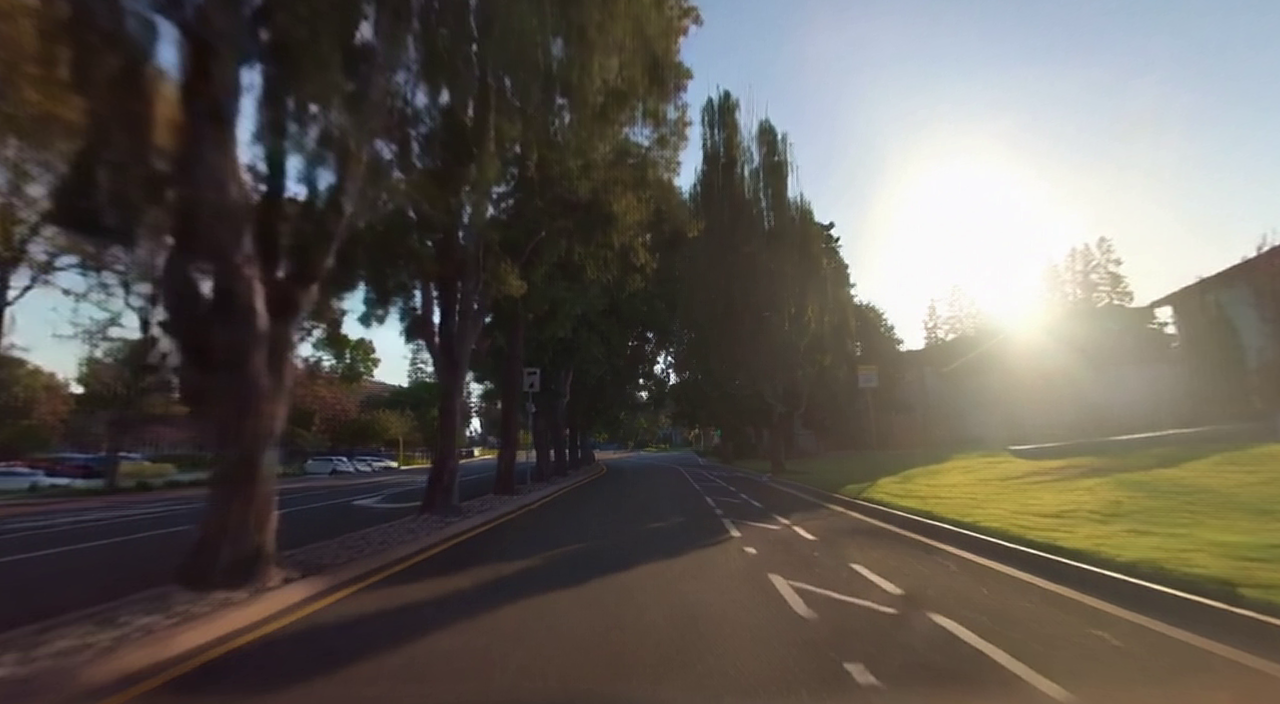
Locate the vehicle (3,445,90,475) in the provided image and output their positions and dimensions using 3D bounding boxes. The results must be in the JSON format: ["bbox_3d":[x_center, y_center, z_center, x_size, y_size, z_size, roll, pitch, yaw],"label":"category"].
[{"bbox_3d":[-39.881,7.233,42.453,1.948,1.790,3.851,0,-6,4],"label":"vehicle"}]

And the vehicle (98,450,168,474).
[{"bbox_3d":[-34.867,7.554,43.465,1.755,1.572,3.610,0,-8,1],"label":"vehicle"}]

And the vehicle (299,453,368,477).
[{"bbox_3d":[-21.325,7.840,44.099,1.919,1.497,5.140,-1,-8,4],"label":"vehicle"}]
